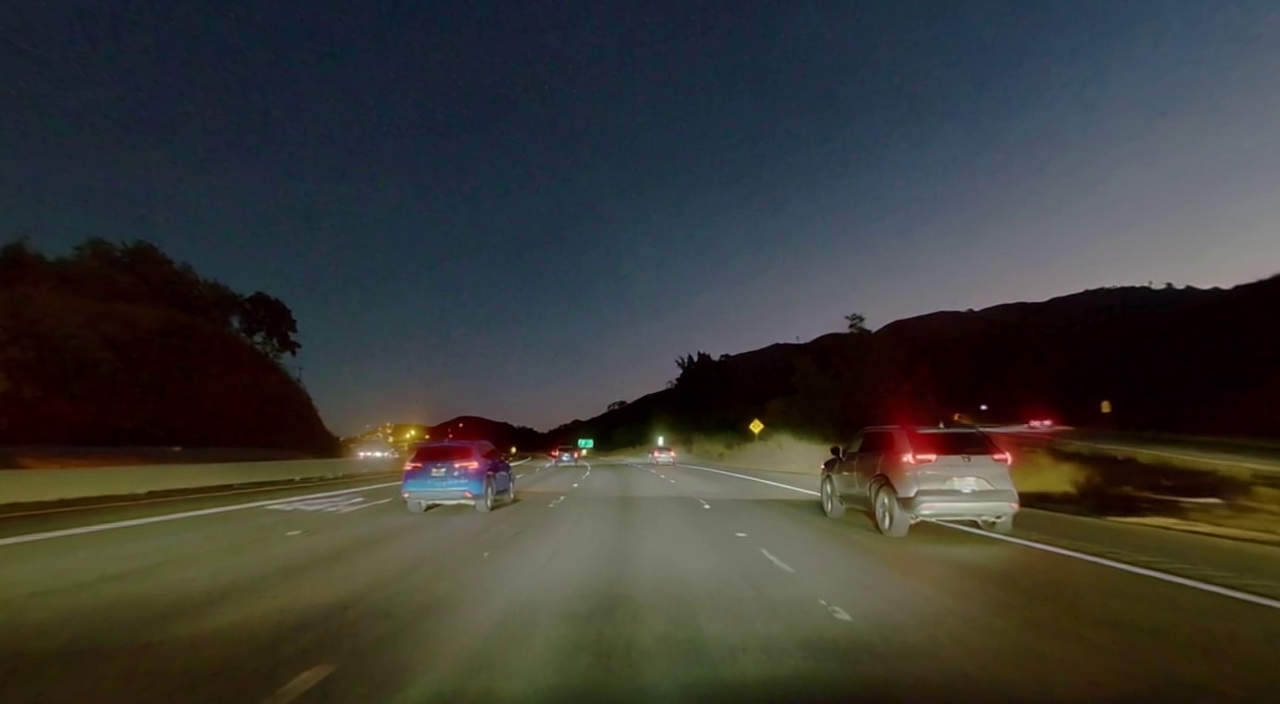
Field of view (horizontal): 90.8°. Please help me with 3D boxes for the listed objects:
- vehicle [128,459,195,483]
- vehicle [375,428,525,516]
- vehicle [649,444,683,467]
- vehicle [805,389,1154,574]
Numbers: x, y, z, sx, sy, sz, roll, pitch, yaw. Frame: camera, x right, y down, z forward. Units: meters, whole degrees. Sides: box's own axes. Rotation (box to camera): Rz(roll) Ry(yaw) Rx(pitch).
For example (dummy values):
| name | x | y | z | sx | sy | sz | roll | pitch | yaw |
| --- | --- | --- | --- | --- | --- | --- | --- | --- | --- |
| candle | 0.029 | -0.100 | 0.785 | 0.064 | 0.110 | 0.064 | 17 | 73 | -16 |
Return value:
| name | x | y | z | sx | sy | sz | roll | pitch | yaw |
| --- | --- | --- | --- | --- | --- | --- | --- | --- | --- |
| vehicle | -37.524 | 9.317 | 49.680 | 1.928 | 1.696 | 4.466 | 1 | -9 | -4 |
| vehicle | -4.270 | 2.788 | 15.153 | 2.213 | 1.766 | 4.598 | 0 | -9 | -1 |
| vehicle | 1.976 | 8.069 | 49.398 | 2.075 | 1.694 | 4.086 | 1 | -9 | -5 |
| vehicle | 4.186 | 1.711 | 9.061 | 2.103 | 1.903 | 4.837 | 0 | -9 | -3 |
